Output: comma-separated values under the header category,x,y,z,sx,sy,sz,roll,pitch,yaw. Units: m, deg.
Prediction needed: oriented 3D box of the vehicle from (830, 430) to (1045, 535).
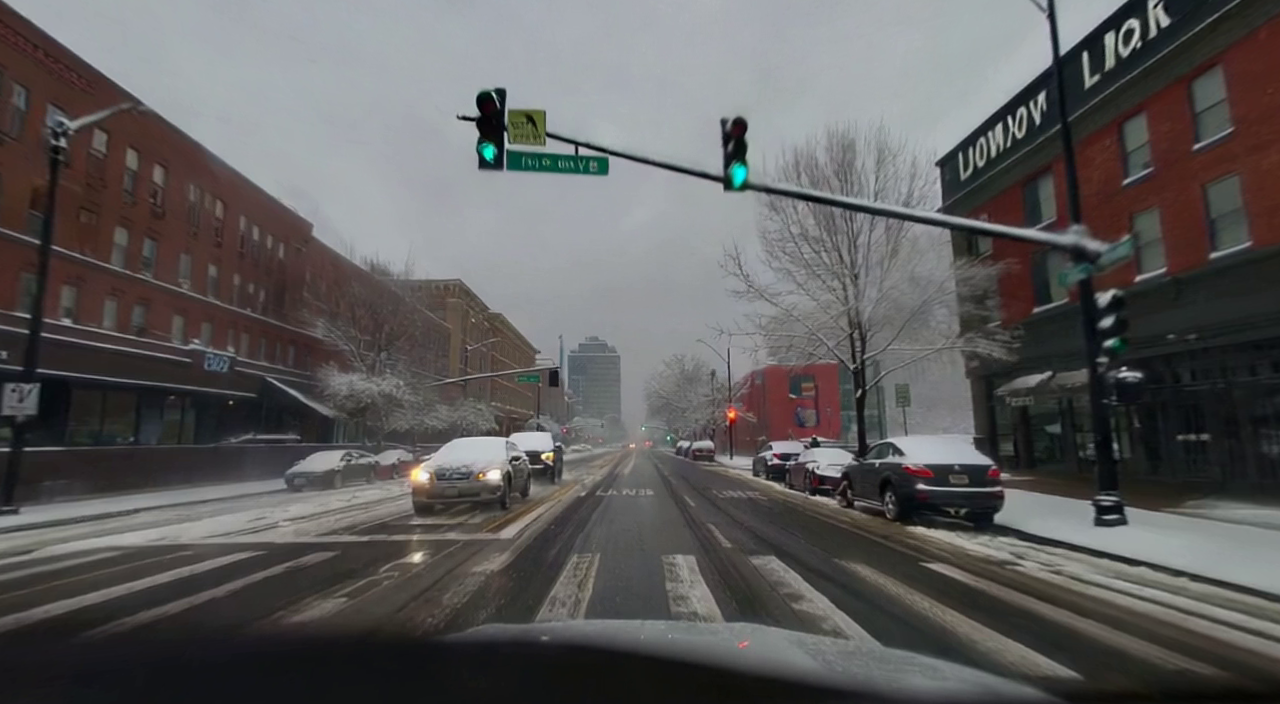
category,x,y,z,sx,sy,sz,roll,pitch,yaw
vehicle,5.893,2.616,13.379,2.116,1.780,4.682,0,-8,-2

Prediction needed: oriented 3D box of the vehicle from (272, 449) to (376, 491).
category,x,y,z,sx,sy,sz,roll,pitch,yaw
vehicle,-12.555,4.682,25.423,1.973,1.528,4.037,-1,-8,2

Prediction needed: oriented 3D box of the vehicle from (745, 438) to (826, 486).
category,x,y,z,sx,sy,sz,roll,pitch,yaw
vehicle,5.982,4.554,26.583,2.150,1.805,4.870,0,-8,-1

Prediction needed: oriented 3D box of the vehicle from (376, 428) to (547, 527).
category,x,y,z,sx,sy,sz,roll,pitch,yaw
vehicle,-3.133,2.303,12.166,2.013,1.527,4.335,0,-8,0
